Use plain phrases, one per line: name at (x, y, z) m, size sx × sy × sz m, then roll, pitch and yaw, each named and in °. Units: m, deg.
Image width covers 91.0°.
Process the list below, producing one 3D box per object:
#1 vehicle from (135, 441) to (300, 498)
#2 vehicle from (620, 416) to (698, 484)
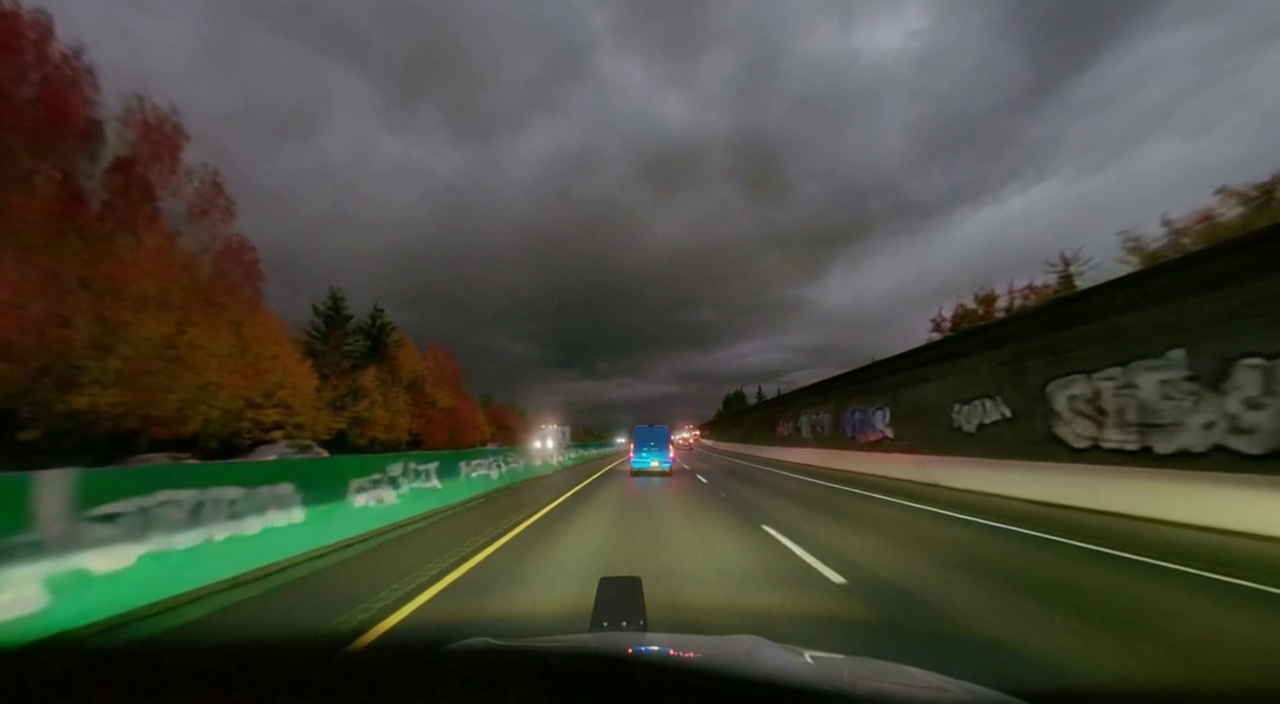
vehicle at (-12.646, 3.510, 19.257) m, size 1.956 × 1.510 × 4.329 m, roll 0°, pitch -8°, yaw 1°
vehicle at (0.547, 3.192, 20.650) m, size 2.283 × 1.956 × 4.421 m, roll 0°, pitch -8°, yaw 0°
